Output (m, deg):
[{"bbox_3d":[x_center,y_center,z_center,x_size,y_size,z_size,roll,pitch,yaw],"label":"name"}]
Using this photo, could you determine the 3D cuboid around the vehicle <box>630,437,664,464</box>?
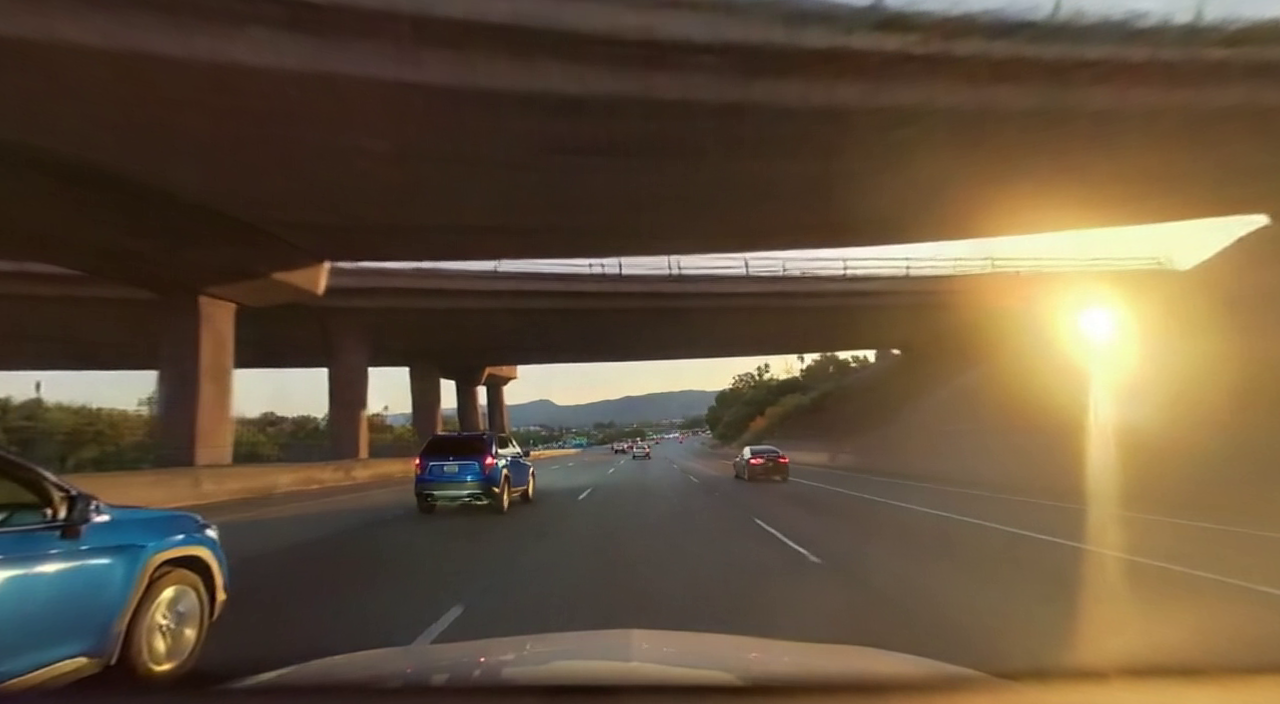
[{"bbox_3d":[0.506,7.150,46.162,2.428,1.841,4.402,0,-8,1],"label":"vehicle"}]

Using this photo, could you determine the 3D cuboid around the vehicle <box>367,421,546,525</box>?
[{"bbox_3d":[-3.239,2.233,12.204,2.193,1.641,4.077,0,-8,1],"label":"vehicle"}]

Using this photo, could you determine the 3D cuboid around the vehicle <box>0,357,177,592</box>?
[{"bbox_3d":[-6.572,0.944,4.692,2.327,1.958,5.113,0,-8,0],"label":"vehicle"}]

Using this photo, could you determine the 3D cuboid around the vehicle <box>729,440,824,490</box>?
[{"bbox_3d":[4.307,3.622,20.686,2.083,1.453,4.307,0,-8,-1],"label":"vehicle"}]
